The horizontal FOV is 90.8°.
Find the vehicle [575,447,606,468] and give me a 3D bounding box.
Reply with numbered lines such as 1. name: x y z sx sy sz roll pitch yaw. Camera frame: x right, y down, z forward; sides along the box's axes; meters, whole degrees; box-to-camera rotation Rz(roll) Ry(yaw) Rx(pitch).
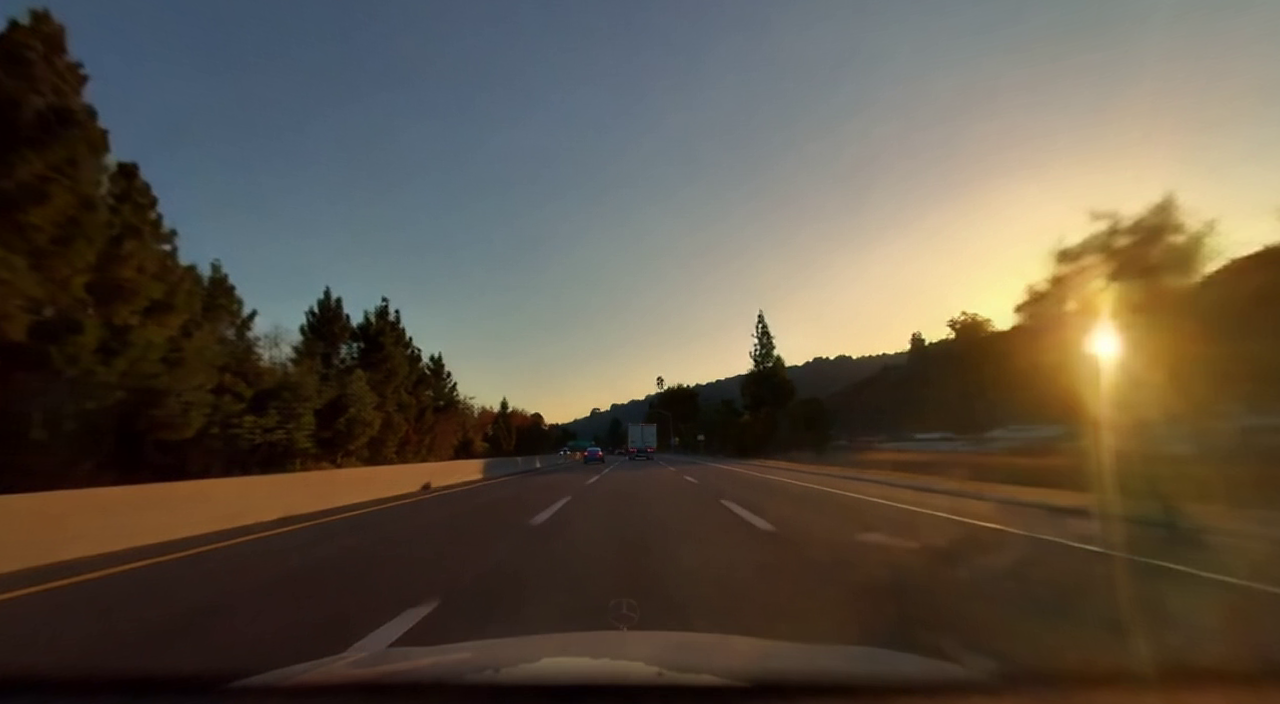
1. vehicle: -3.564 7.682 46.122 1.955 1.438 4.100 0 -9 -1
